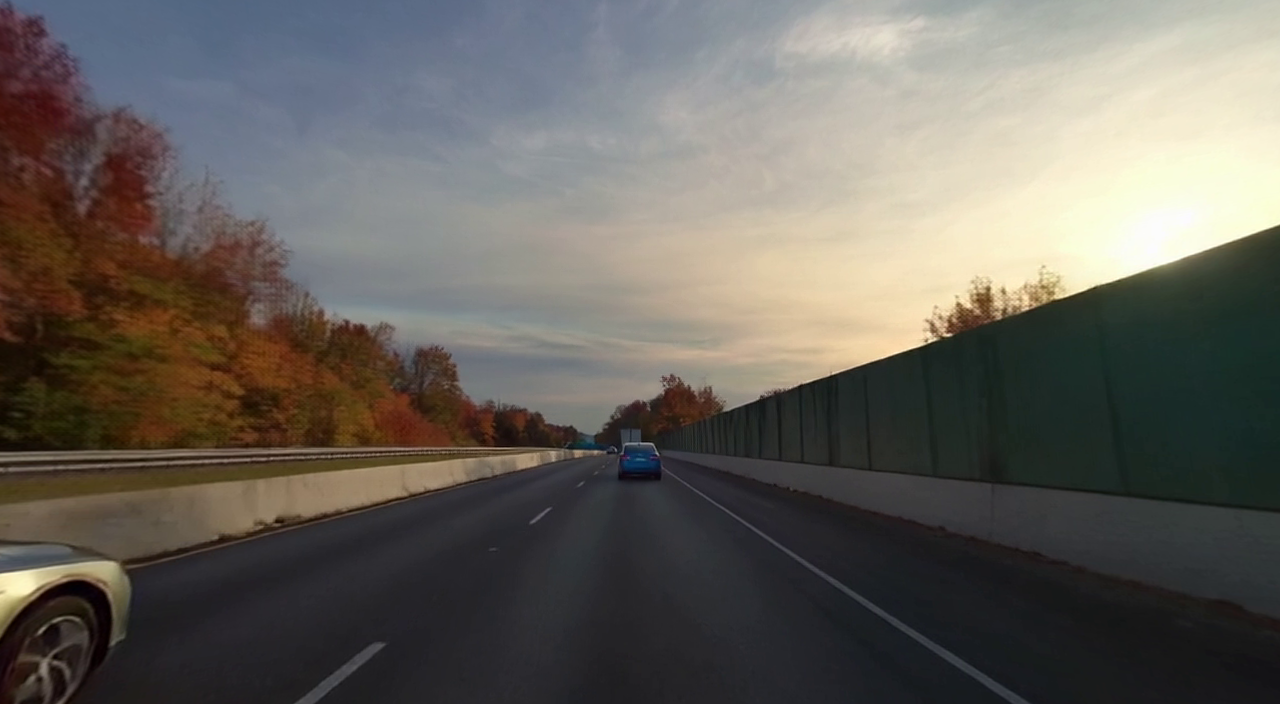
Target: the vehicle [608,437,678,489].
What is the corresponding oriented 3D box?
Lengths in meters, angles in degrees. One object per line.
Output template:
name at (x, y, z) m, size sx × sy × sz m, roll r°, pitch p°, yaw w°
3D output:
vehicle at (0.038, 3.559, 20.627) m, size 2.057 × 1.516 × 4.065 m, roll 0°, pitch -8°, yaw -1°
